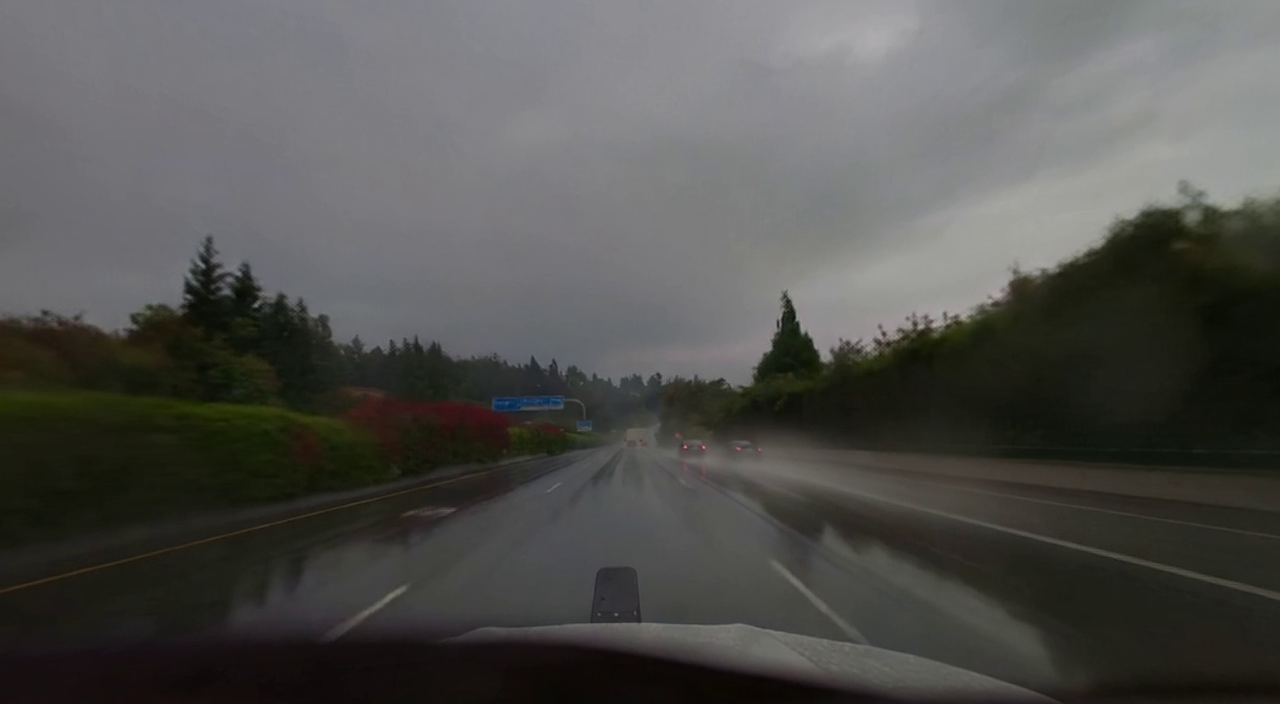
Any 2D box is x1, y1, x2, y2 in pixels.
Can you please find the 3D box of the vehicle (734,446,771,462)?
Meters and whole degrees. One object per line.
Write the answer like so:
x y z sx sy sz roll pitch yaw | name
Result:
6.713 6.119 37.820 1.535 0.862 2.814 0 -8 -3 | vehicle

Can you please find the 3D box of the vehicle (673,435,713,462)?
3.069 5.652 37.083 1.819 1.468 3.770 0 -8 -3 | vehicle

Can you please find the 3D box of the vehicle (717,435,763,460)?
6.538 6.257 41.665 2.003 1.522 4.940 0 -8 -2 | vehicle
